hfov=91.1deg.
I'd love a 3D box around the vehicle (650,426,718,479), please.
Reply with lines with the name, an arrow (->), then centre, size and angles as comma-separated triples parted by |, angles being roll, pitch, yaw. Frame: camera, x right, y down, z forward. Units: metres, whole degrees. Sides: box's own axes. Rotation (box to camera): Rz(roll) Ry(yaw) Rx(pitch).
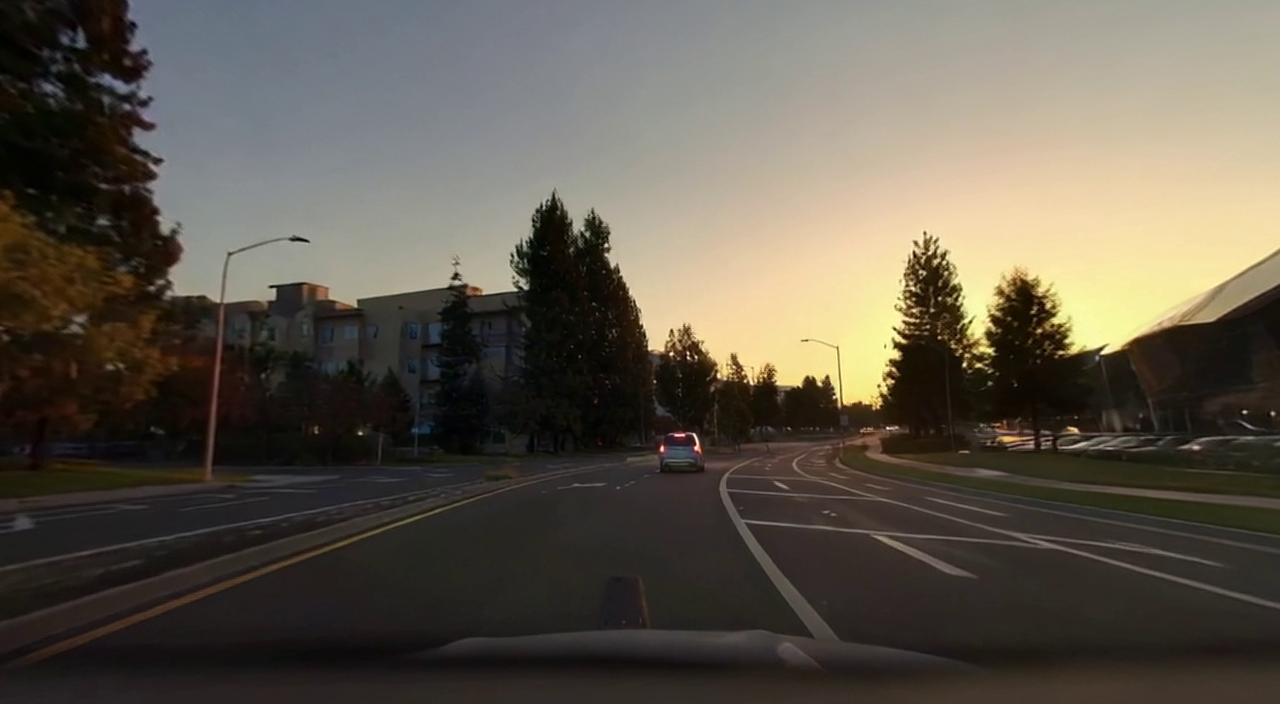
vehicle -> 1.965, 4.167, 26.273 | 2.371, 1.926, 5.615 | -1, -9, 8
